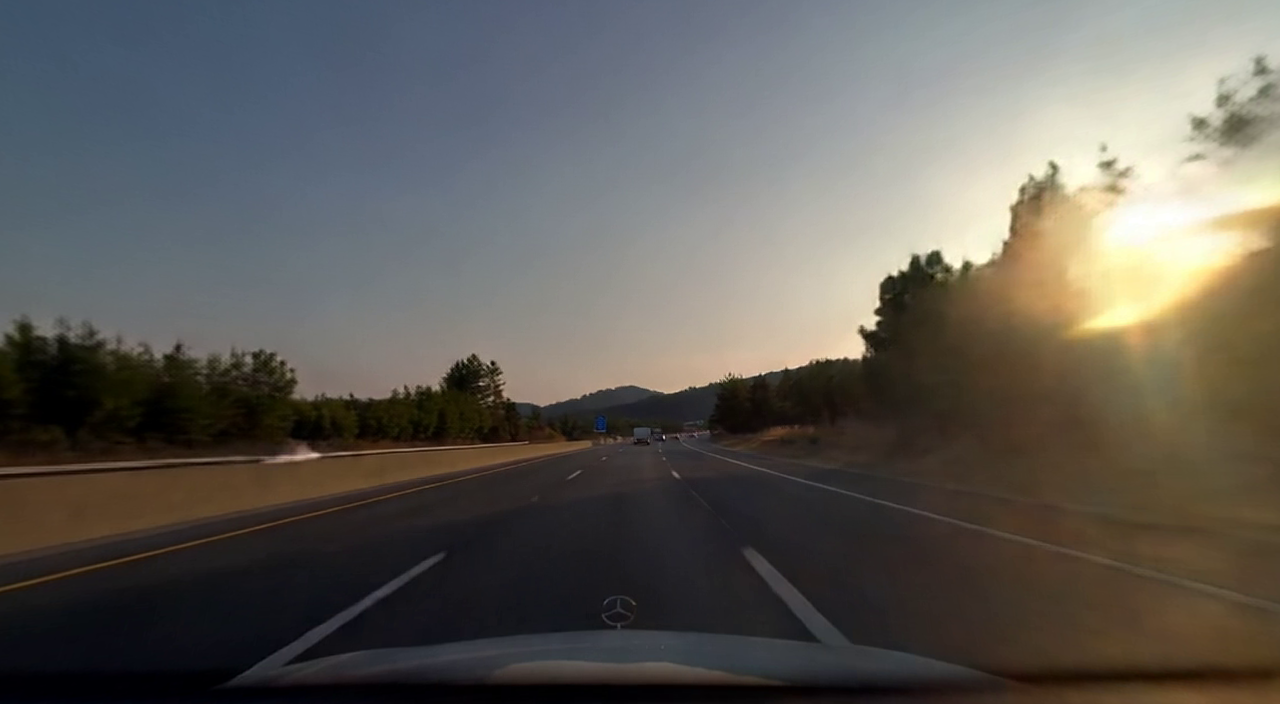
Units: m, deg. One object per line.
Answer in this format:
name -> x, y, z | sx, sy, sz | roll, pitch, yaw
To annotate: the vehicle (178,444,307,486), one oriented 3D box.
vehicle -> -15.892, 4.506, 25.544 | 2.143, 1.504, 4.702 | 0, -8, 0
